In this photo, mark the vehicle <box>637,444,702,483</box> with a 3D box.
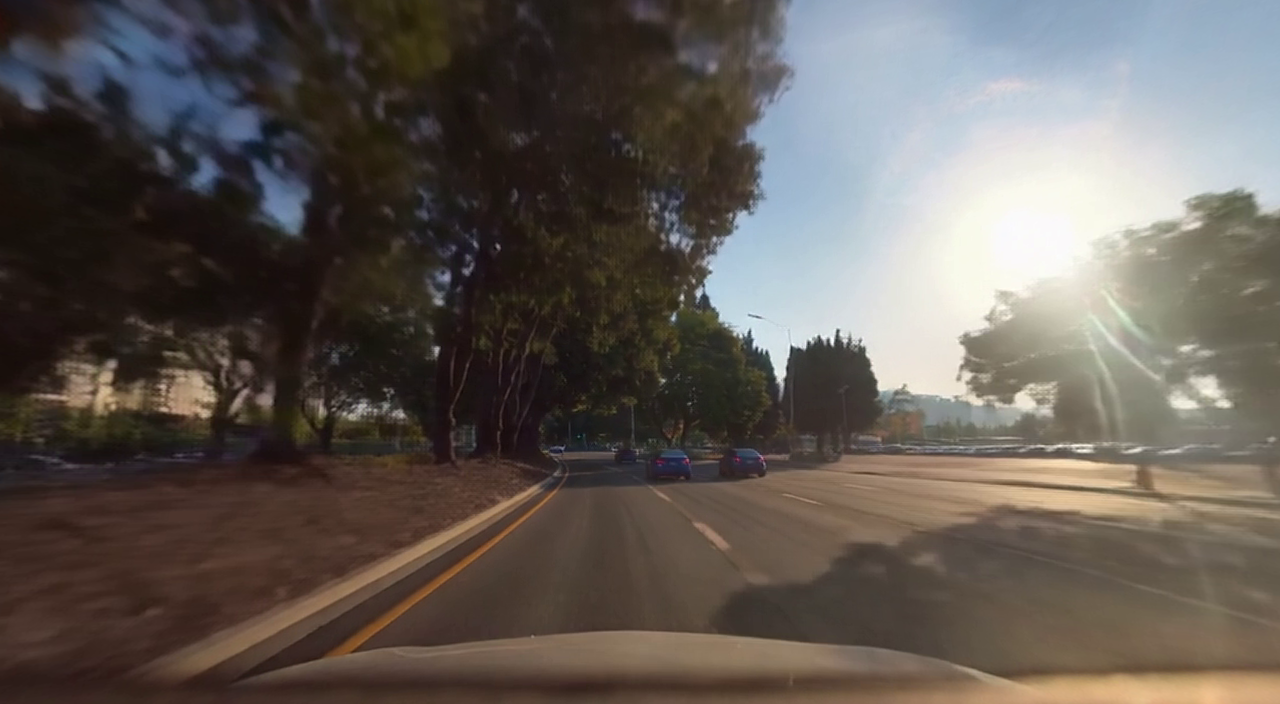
[{"bbox_3d":[1.133,4.590,26.090,2.077,1.464,4.134,1,-9,-6],"label":"vehicle"}]

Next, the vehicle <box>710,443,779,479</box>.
[{"bbox_3d":[4.619,4.905,28.492,1.901,1.474,4.363,1,-9,-6],"label":"vehicle"}]
